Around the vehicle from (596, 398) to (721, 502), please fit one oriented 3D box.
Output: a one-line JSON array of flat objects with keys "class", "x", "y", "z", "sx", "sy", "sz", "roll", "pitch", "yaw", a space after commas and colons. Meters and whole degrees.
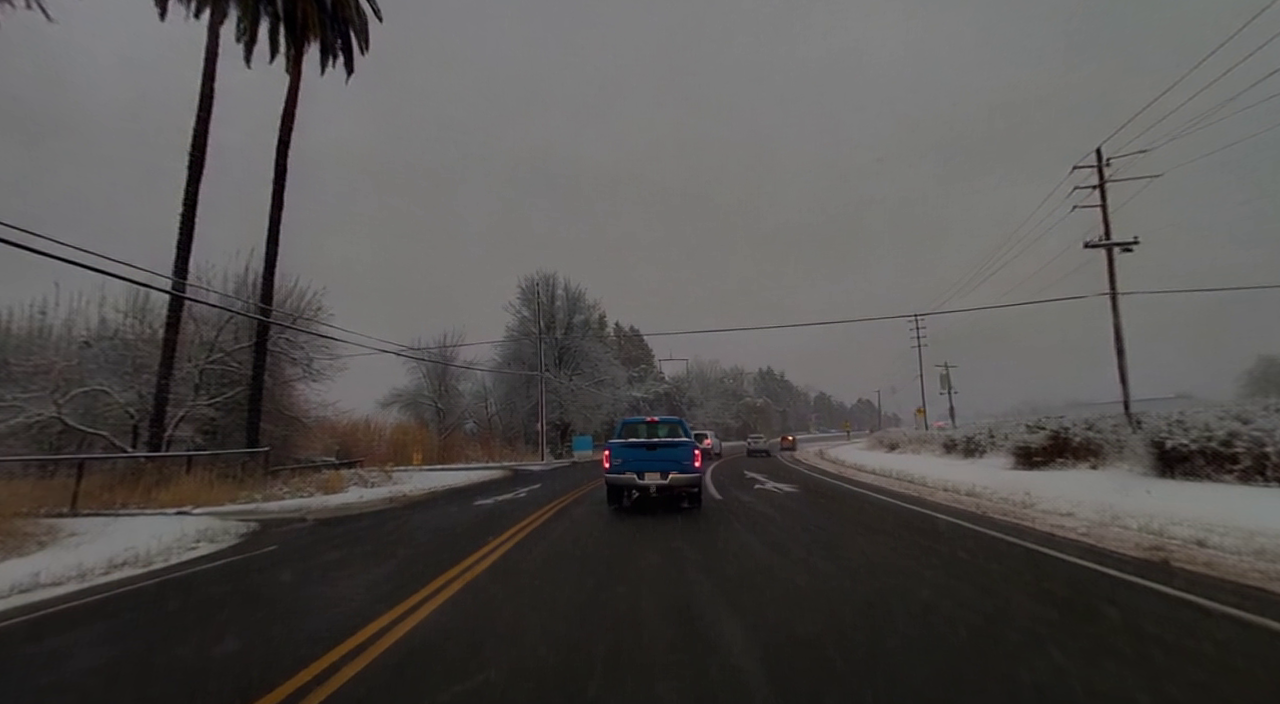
[{"class": "vehicle", "x": 0.539, "y": 2.569, "z": 16.735, "sx": 2.693, "sy": 2.223, "sz": 5.885, "roll": -1, "pitch": -8, "yaw": 3}]
